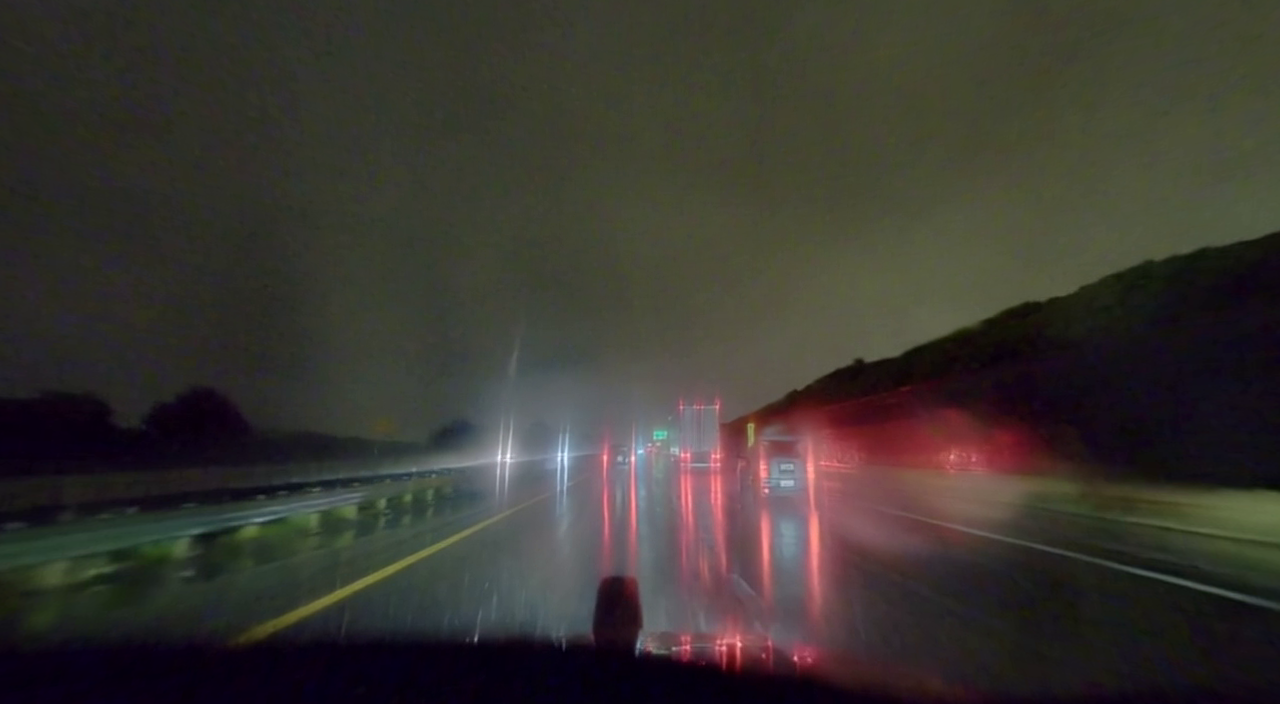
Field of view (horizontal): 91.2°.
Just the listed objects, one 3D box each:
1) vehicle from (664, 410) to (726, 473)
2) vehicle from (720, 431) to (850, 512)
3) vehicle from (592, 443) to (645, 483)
[{"bbox_3d":[3.559,6.297,43.833,3.143,3.880,10.117,0,-9,-2],"label":"vehicle"},{"bbox_3d":[3.385,2.907,15.665,2.230,1.715,4.243,0,-9,0],"label":"vehicle"},{"bbox_3d":[-0.915,4.971,28.358,2.181,1.653,4.691,0,-9,0],"label":"vehicle"}]
